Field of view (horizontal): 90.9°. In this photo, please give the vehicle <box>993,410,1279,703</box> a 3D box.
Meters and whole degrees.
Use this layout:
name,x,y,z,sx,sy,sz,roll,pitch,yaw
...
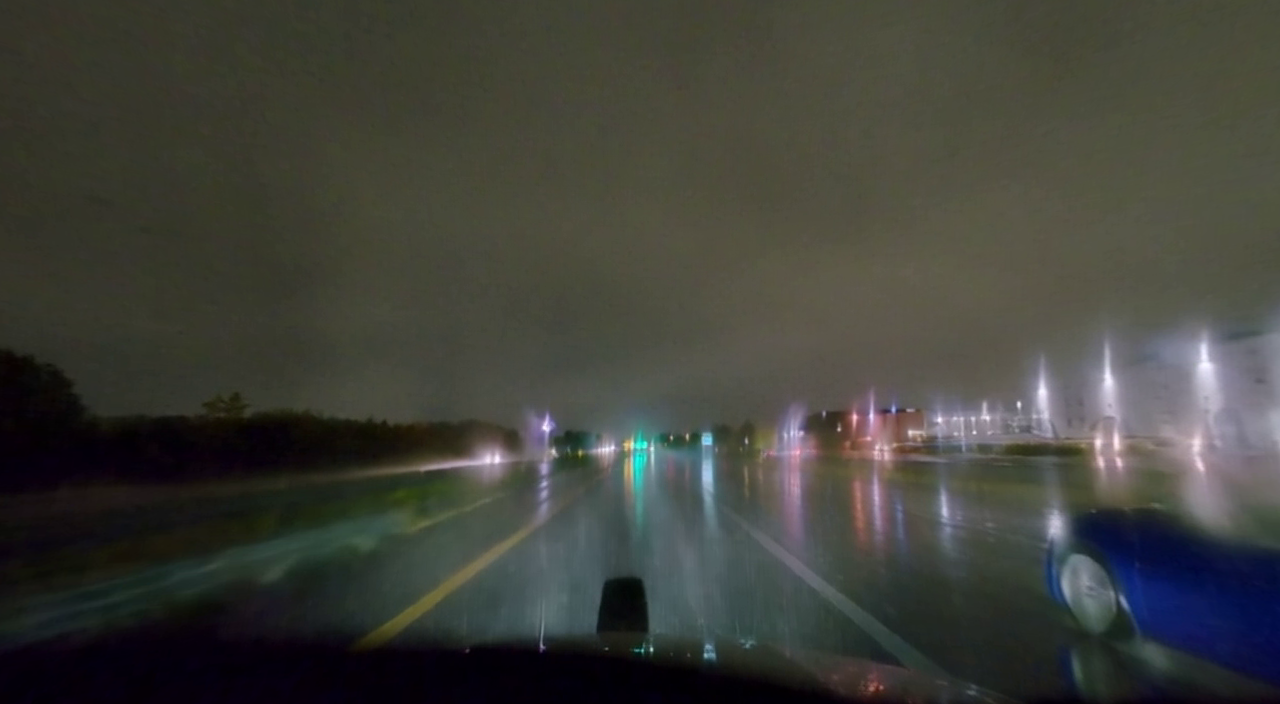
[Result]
name,x,y,z,sx,sy,sz,roll,pitch,yaw
vehicle,4.200,1.040,3.183,2.053,1.490,4.799,-1,-8,0
